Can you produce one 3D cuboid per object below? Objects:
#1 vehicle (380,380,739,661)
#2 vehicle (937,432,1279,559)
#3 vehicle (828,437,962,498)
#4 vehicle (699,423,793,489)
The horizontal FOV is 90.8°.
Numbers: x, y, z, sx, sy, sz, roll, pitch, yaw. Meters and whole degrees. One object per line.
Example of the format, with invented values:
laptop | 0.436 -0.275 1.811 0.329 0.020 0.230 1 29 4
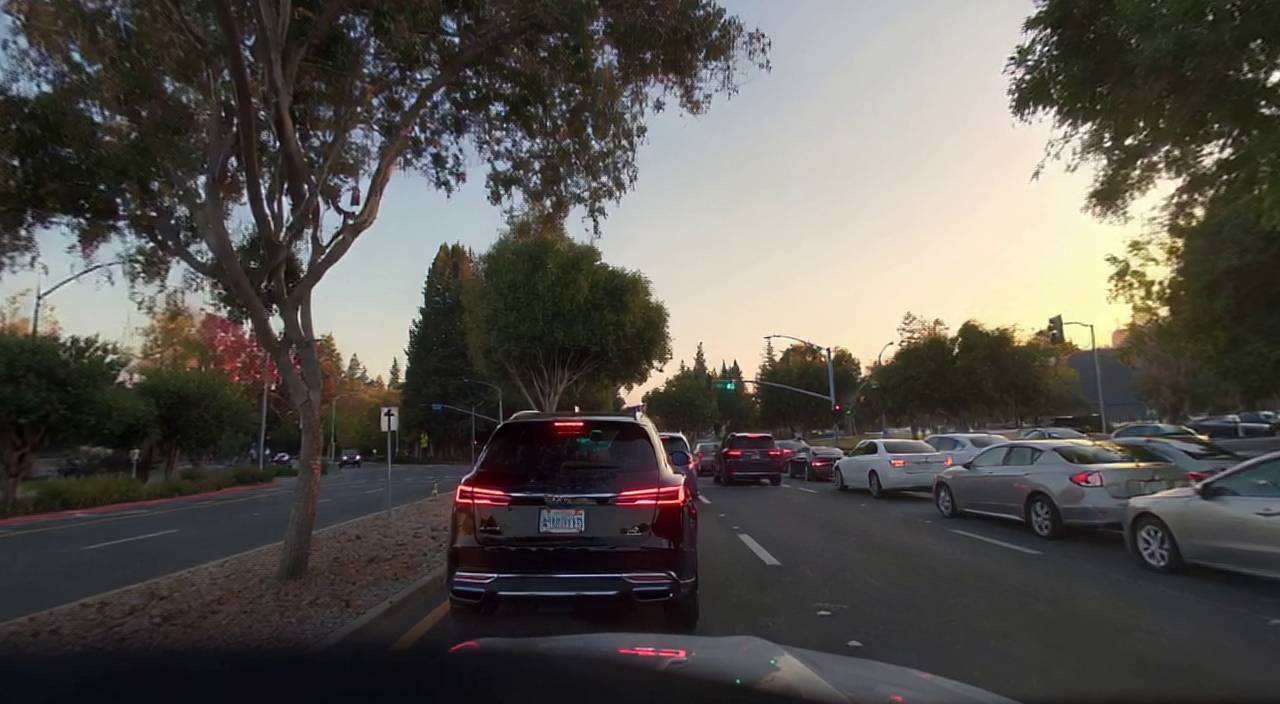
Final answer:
vehicle | -0.440 1.346 6.089 2.201 1.709 4.271 0 -9 2
vehicle | 6.583 2.010 9.657 1.894 1.445 4.565 0 -9 0
vehicle | 6.951 3.188 17.826 1.890 1.489 4.415 0 -9 -1
vehicle | 3.353 3.431 21.056 2.200 1.909 4.853 0 -9 -1
